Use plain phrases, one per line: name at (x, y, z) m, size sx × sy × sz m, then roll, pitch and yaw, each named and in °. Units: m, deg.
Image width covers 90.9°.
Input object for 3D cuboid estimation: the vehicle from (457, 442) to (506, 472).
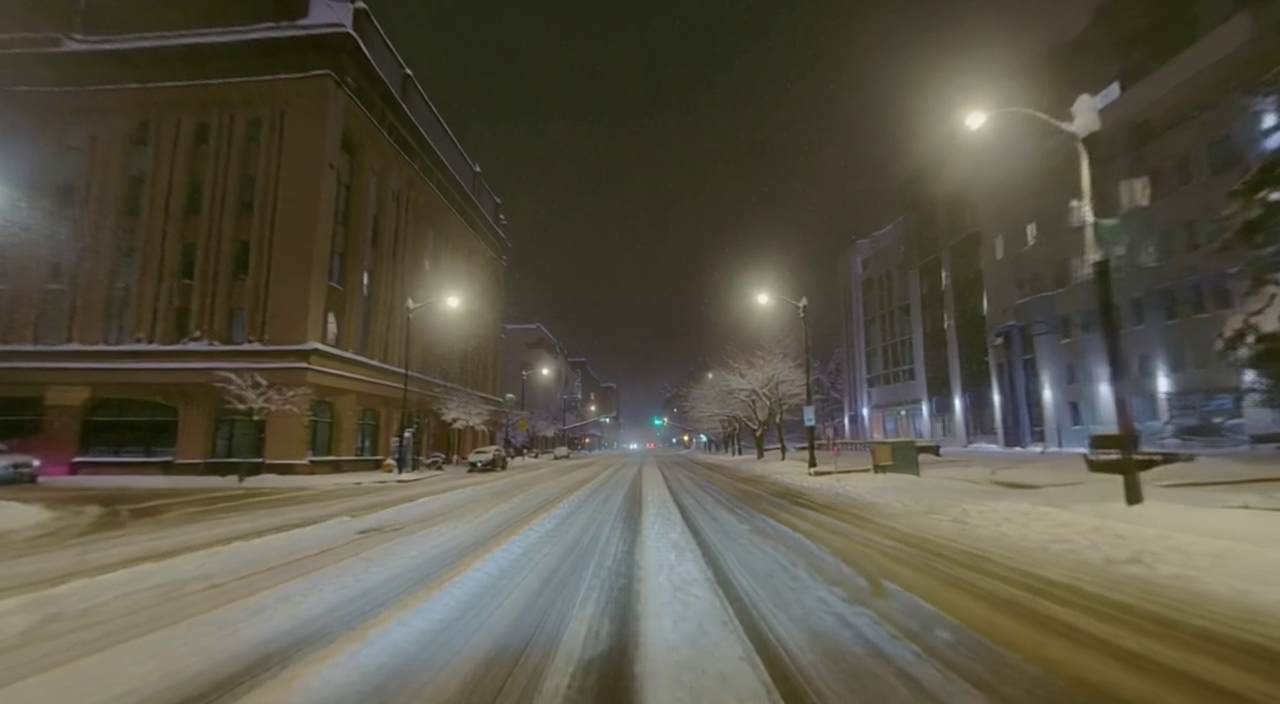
vehicle at (-10.583, 7.002, 42.465) m, size 2.060 × 1.796 × 4.675 m, roll -1°, pitch -7°, yaw 0°
